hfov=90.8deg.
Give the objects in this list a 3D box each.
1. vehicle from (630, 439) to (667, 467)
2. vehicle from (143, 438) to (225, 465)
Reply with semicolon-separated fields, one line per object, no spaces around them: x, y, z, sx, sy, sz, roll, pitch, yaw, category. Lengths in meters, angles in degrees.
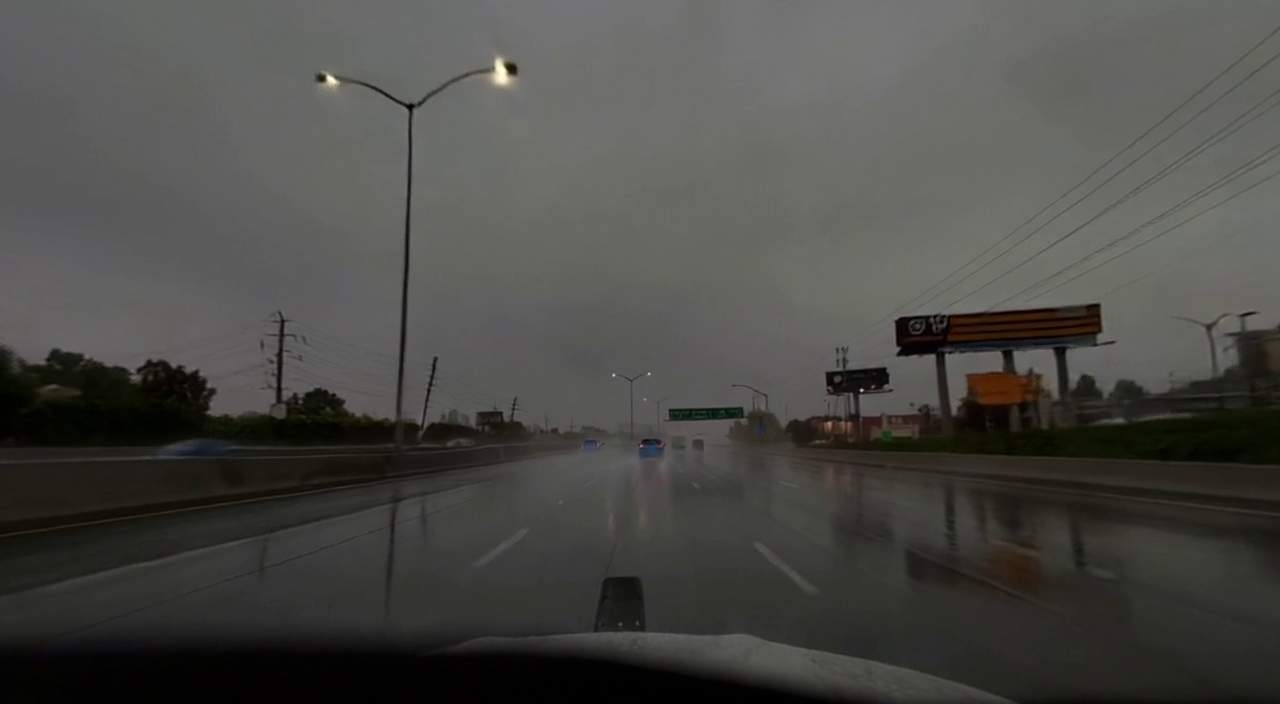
0.541;5.966;37.547;2.074;1.574;3.971;0;-8;1;vehicle
-26.538;5.794;36.927;1.848;1.486;3.811;-1;-8;2;vehicle
